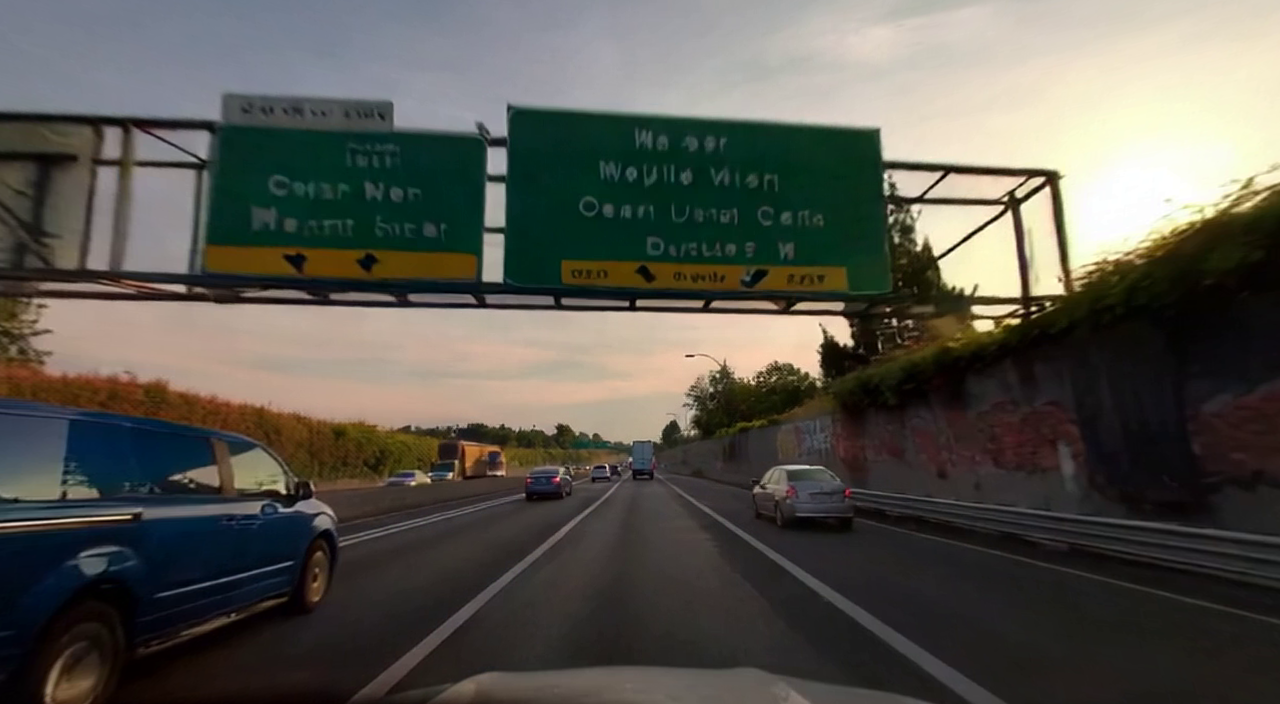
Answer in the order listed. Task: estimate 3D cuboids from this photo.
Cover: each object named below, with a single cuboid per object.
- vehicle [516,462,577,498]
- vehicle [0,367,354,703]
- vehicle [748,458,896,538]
[{"bbox_3d":[-4.060,5.682,28.147,2.054,1.443,4.131,1,-10,0],"label":"vehicle"},{"bbox_3d":[-3.436,0.976,2.992,2.004,1.610,4.508,1,-10,0],"label":"vehicle"},{"bbox_3d":[3.803,3.134,14.001,1.917,1.458,4.199,1,-10,-2],"label":"vehicle"}]
